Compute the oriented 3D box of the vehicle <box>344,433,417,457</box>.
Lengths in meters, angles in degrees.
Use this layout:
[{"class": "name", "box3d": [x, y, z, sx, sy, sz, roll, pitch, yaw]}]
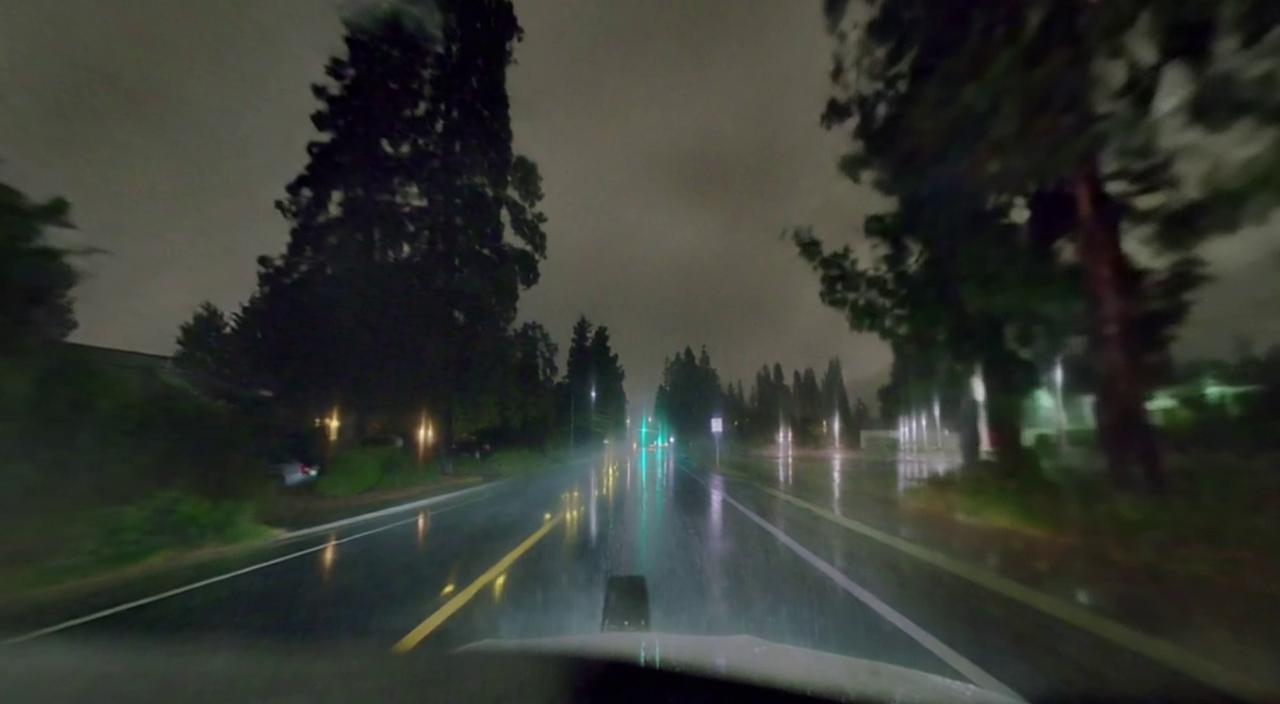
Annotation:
[{"class": "vehicle", "box3d": [-19.903, 7.157, 48.565, 4.640, 1.765, 2.242, 0, -9, -3]}]
